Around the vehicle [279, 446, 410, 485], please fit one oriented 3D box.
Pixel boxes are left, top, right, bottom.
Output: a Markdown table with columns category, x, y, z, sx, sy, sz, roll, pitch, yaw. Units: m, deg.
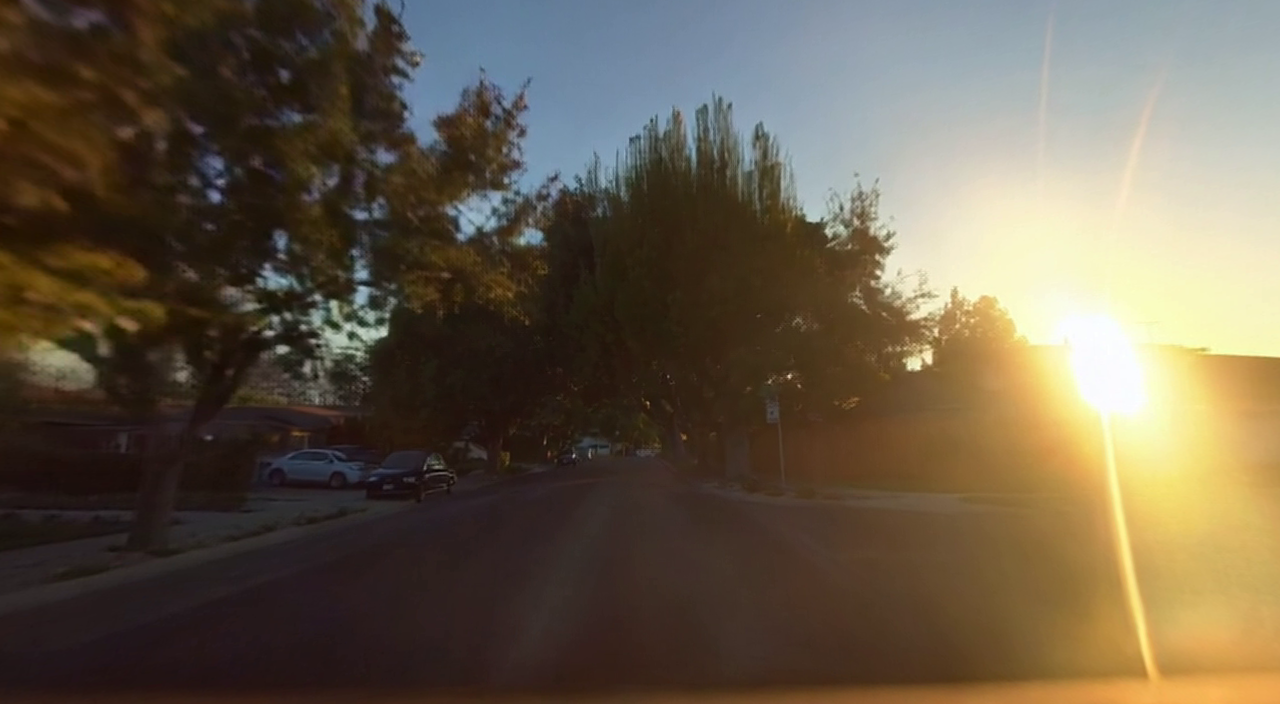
| category | x | y | z | sx | sy | sz | roll | pitch | yaw |
| --- | --- | --- | --- | --- | --- | --- | --- | --- | --- |
| vehicle | -12.420 | 4.773 | 26.755 | 4.538 | 1.578 | 2.000 | 0 | -9 | 1 |

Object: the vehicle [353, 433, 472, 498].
| category | x | y | z | sx | sy | sz | roll | pitch | yaw |
| --- | --- | --- | --- | --- | --- | --- | --- | --- | --- |
| vehicle | -7.419 | 3.784 | 21.205 | 2.091 | 1.912 | 4.598 | 0 | -10 | 2 |
